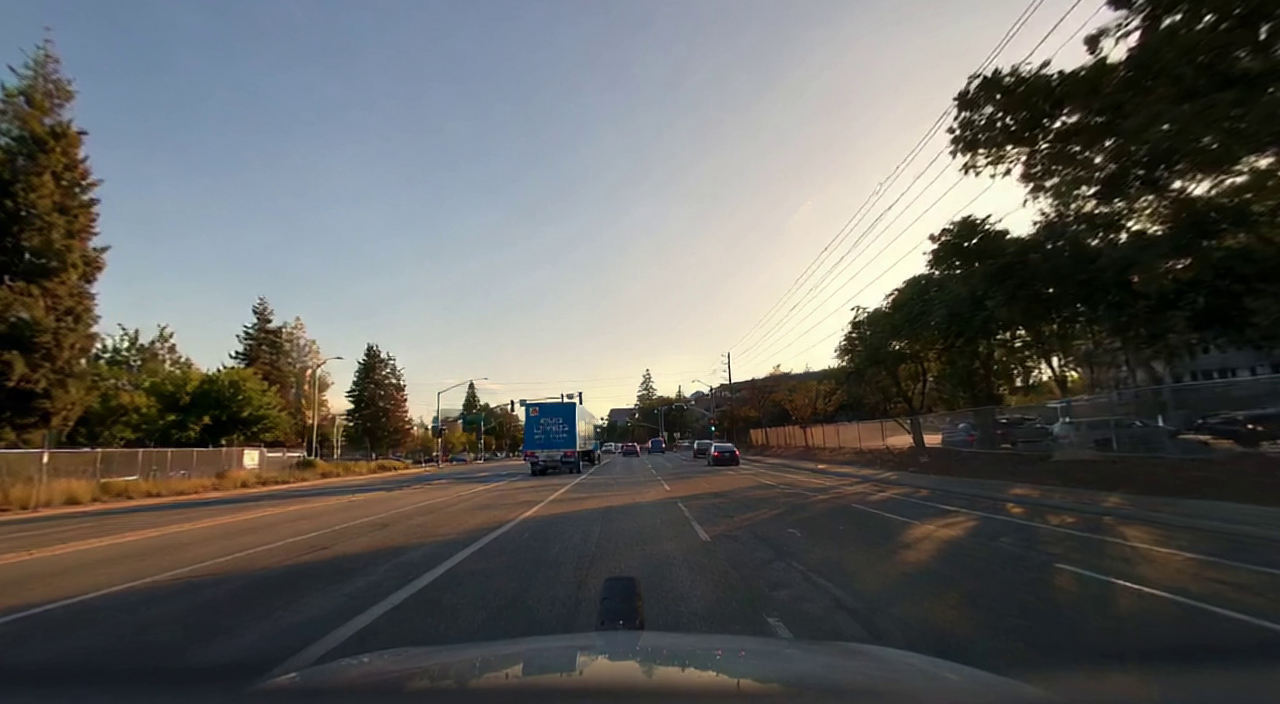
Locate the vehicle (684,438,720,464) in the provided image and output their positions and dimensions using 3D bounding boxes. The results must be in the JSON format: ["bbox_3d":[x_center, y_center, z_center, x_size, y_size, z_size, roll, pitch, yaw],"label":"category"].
[{"bbox_3d":[4.148,6.704,42.972,2.102,1.662,4.533,0,-8,1],"label":"vehicle"}]

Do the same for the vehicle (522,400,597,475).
[{"bbox_3d":[-3.898,4.442,32.670,2.889,3.347,8.285,0,-8,-1],"label":"vehicle"}]

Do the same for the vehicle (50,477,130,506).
[{"bbox_3d":[-33.867,8.560,39.028,1.715,1.452,3.933,1,-8,-7],"label":"vehicle"}]
